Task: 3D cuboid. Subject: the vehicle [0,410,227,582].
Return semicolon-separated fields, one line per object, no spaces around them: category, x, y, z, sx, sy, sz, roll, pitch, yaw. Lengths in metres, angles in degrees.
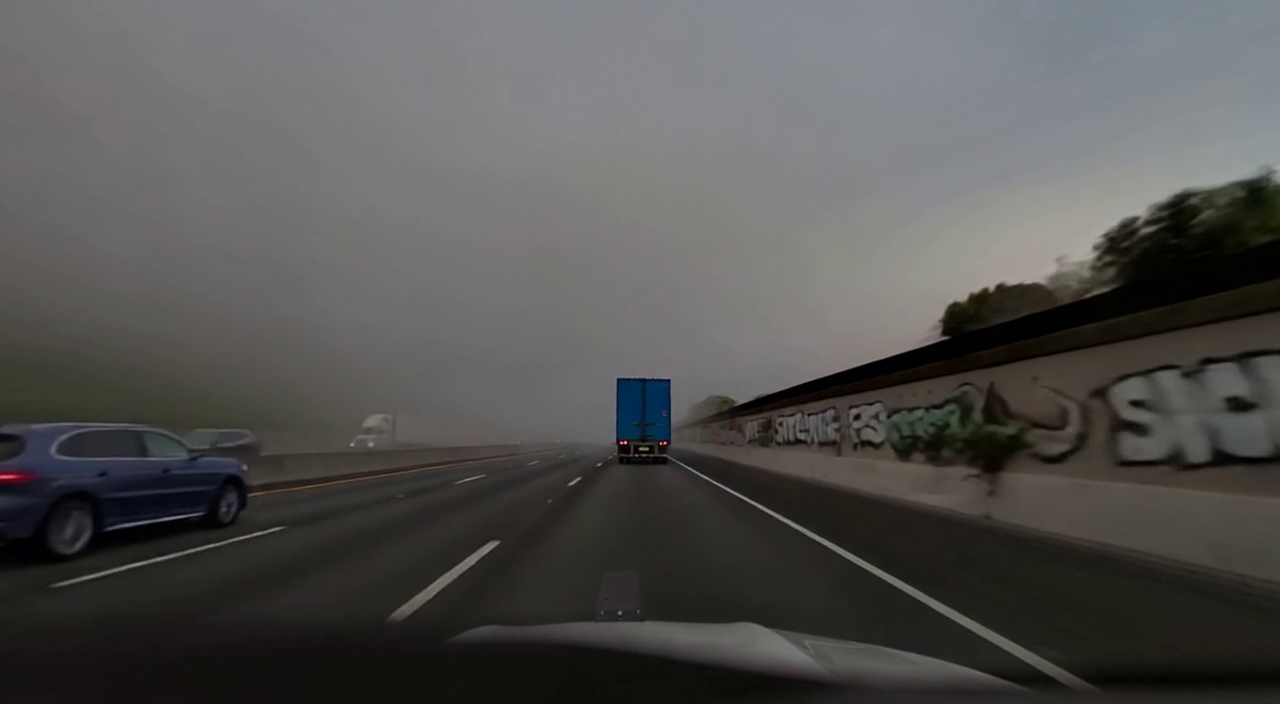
vehicle;-6.733;1.390;6.406;1.982;1.535;4.519;0;-8;0

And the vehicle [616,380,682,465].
vehicle;0.200;3.872;33.620;2.921;3.765;10.773;1;-8;-2
